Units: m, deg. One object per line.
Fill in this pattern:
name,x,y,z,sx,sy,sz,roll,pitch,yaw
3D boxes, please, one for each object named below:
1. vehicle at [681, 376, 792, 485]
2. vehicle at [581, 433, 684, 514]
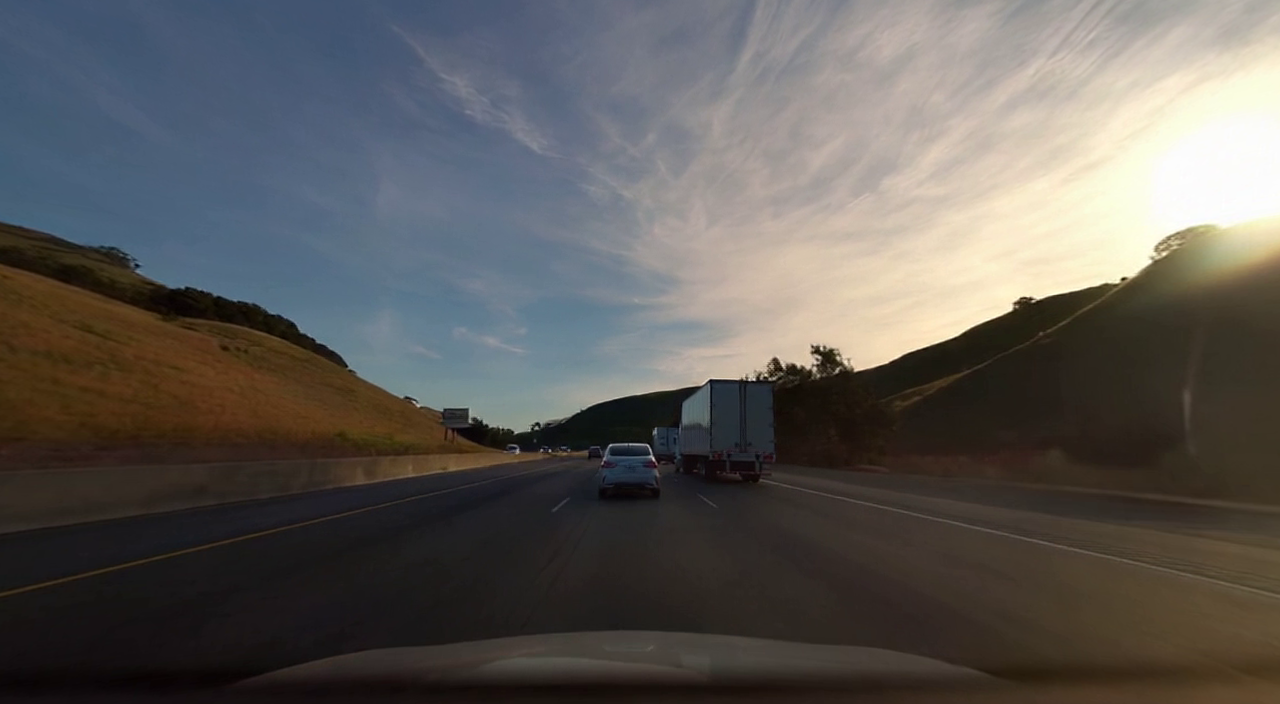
vehicle,4.007,3.979,30.386,2.812,4.024,14.098,0,-9,-1
vehicle,-0.170,2.810,14.941,2.109,1.639,3.768,0,-9,-1
